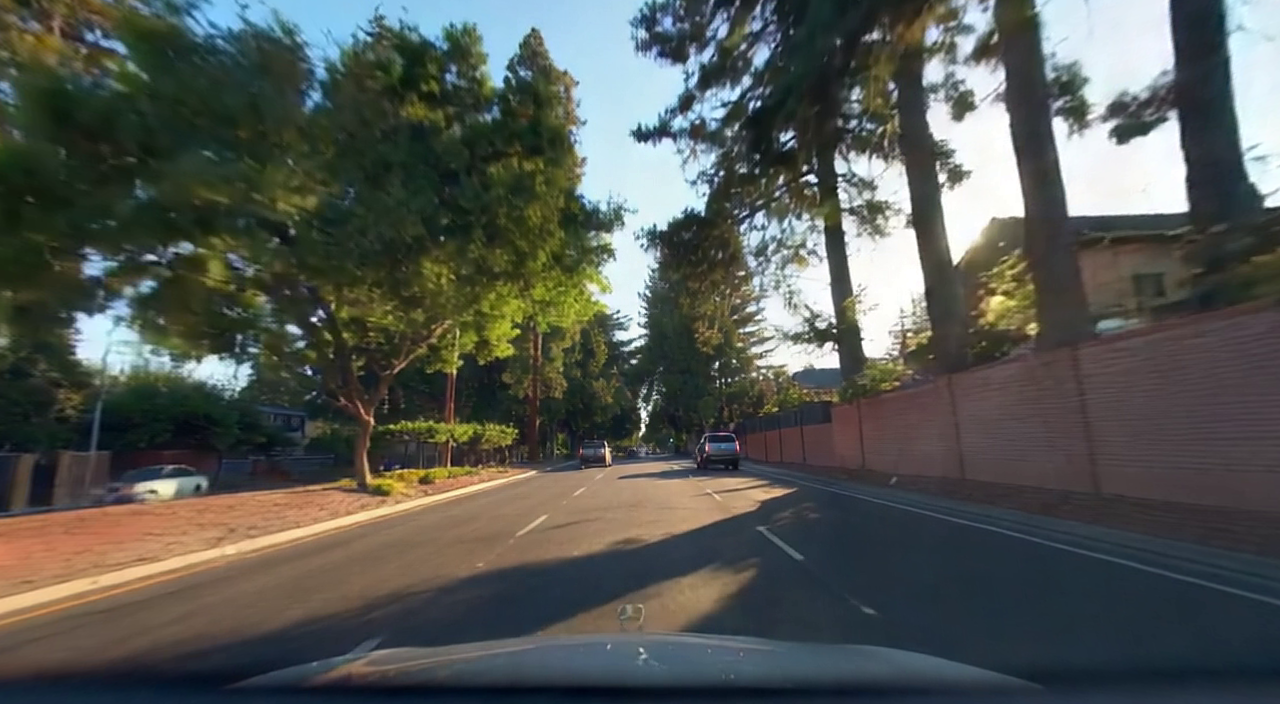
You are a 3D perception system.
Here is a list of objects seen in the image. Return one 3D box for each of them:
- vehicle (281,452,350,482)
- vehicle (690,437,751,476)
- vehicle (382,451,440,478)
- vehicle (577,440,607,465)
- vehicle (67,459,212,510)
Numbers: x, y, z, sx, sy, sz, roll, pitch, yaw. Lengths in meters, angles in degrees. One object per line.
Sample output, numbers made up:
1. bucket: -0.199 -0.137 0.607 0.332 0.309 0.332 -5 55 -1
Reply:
1. vehicle: -21.454 7.572 41.873 1.990 1.787 4.709 0 -9 1
2. vehicle: 3.832 5.085 30.973 2.321 1.695 5.037 -1 -8 0
3. vehicle: -14.005 6.865 38.806 1.892 1.480 4.467 -1 -8 0
4. vehicle: -3.575 7.590 47.686 2.002 1.747 4.728 0 -8 -1
5. vehicle: -17.110 4.507 21.824 1.855 1.494 3.825 -1 -8 0
